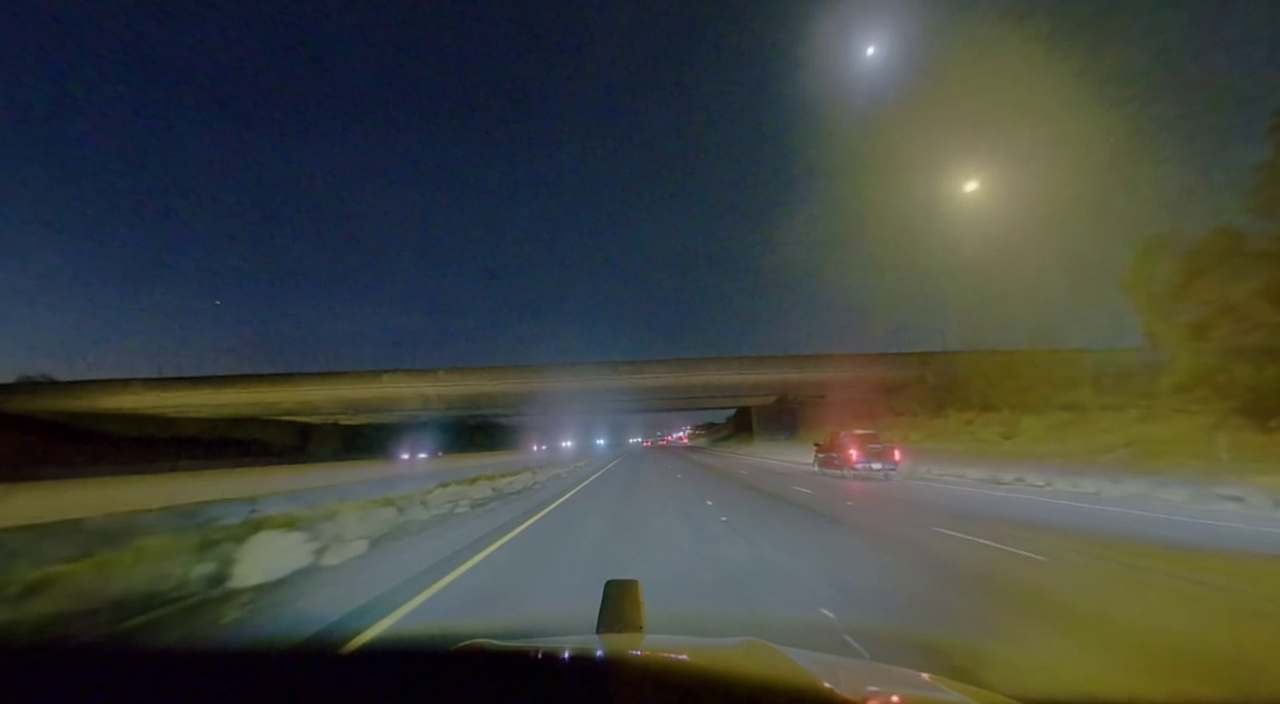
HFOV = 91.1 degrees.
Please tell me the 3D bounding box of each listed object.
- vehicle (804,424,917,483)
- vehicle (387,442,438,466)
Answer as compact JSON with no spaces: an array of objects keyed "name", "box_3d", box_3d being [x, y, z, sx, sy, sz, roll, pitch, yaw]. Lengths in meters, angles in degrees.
[{"name":"vehicle","box_3d":[8.446,3.978,24.749,2.362,2.037,5.409,0,-9,-1]},{"name":"vehicle","box_3d":[-16.981,7.641,47.147,1.910,1.704,5.056,0,-9,0]}]
